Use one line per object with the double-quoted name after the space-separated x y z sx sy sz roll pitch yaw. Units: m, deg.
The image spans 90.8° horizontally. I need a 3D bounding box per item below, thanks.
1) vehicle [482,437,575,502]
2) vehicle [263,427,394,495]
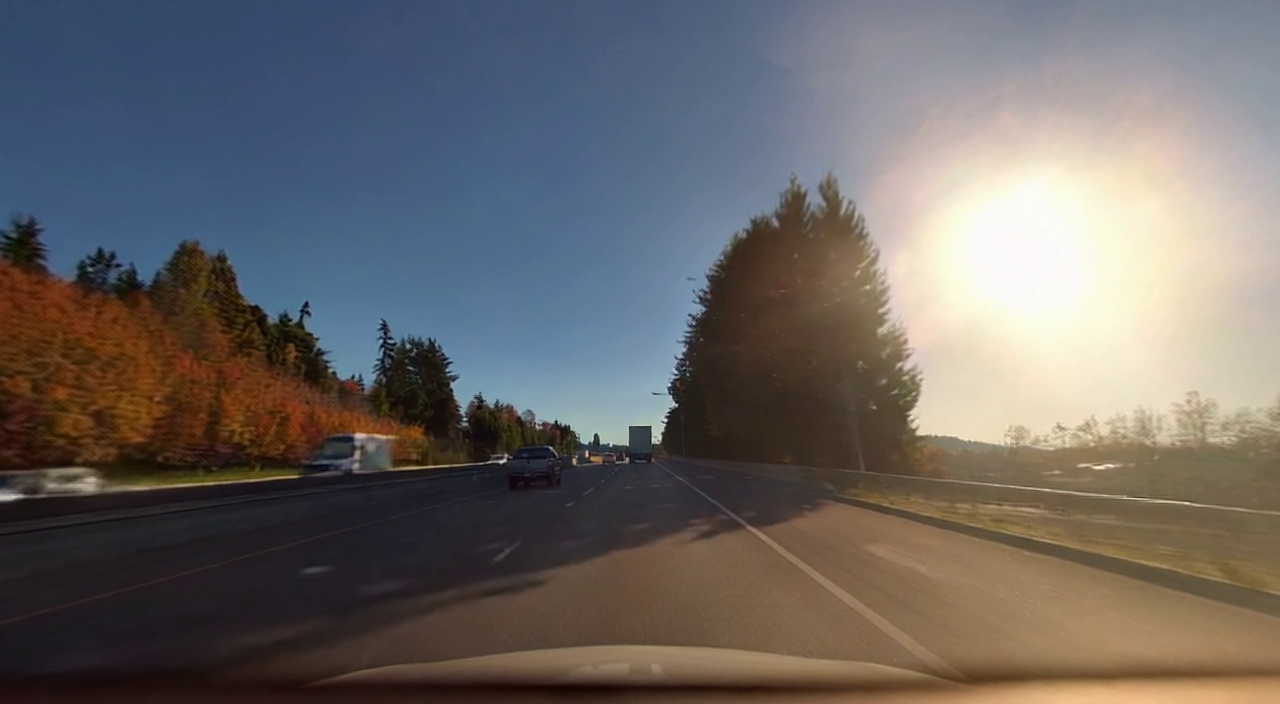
-3.452 3.756 20.555 2.079 1.845 4.654 0 -9 1 "vehicle"
-12.330 4.383 25.583 2.248 2.417 5.896 0 -9 0 "vehicle"
